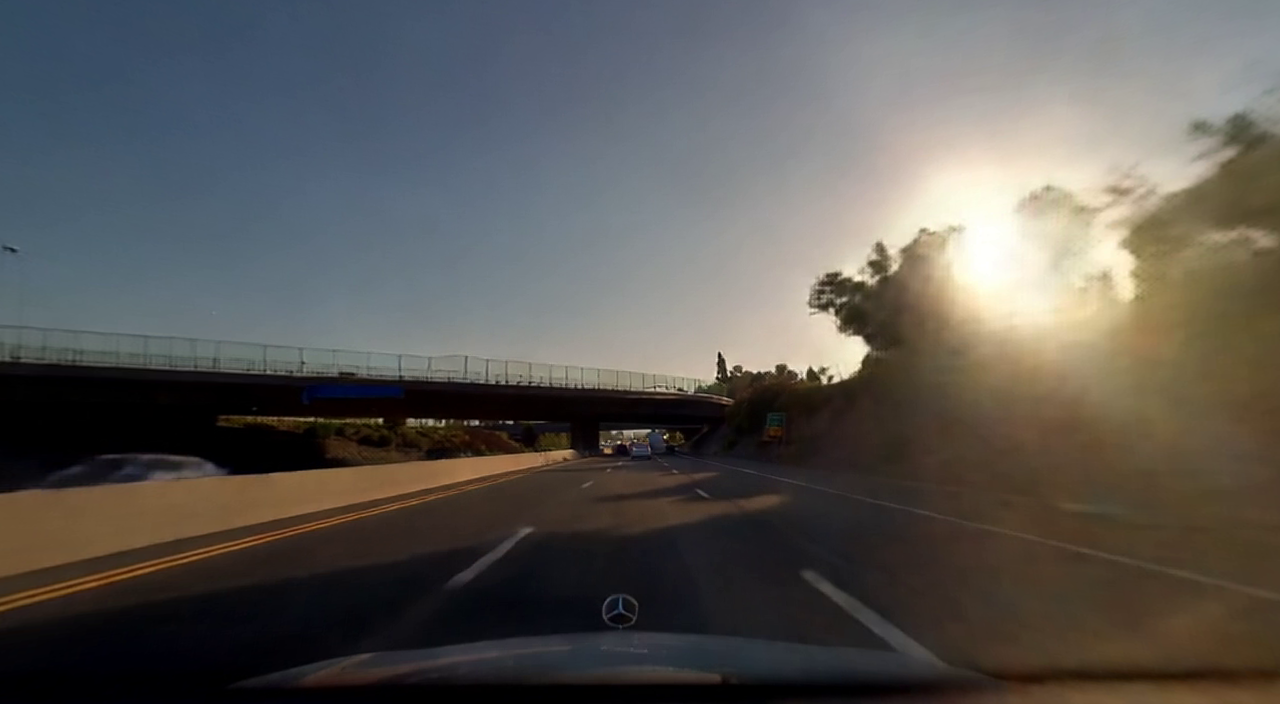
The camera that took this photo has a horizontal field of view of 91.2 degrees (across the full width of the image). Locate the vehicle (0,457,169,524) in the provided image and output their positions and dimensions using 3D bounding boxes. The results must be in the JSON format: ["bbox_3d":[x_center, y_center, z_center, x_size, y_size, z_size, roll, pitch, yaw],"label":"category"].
[{"bbox_3d":[-15.868,3.730,17.391,1.930,1.511,4.717,0,-9,0],"label":"vehicle"}]
